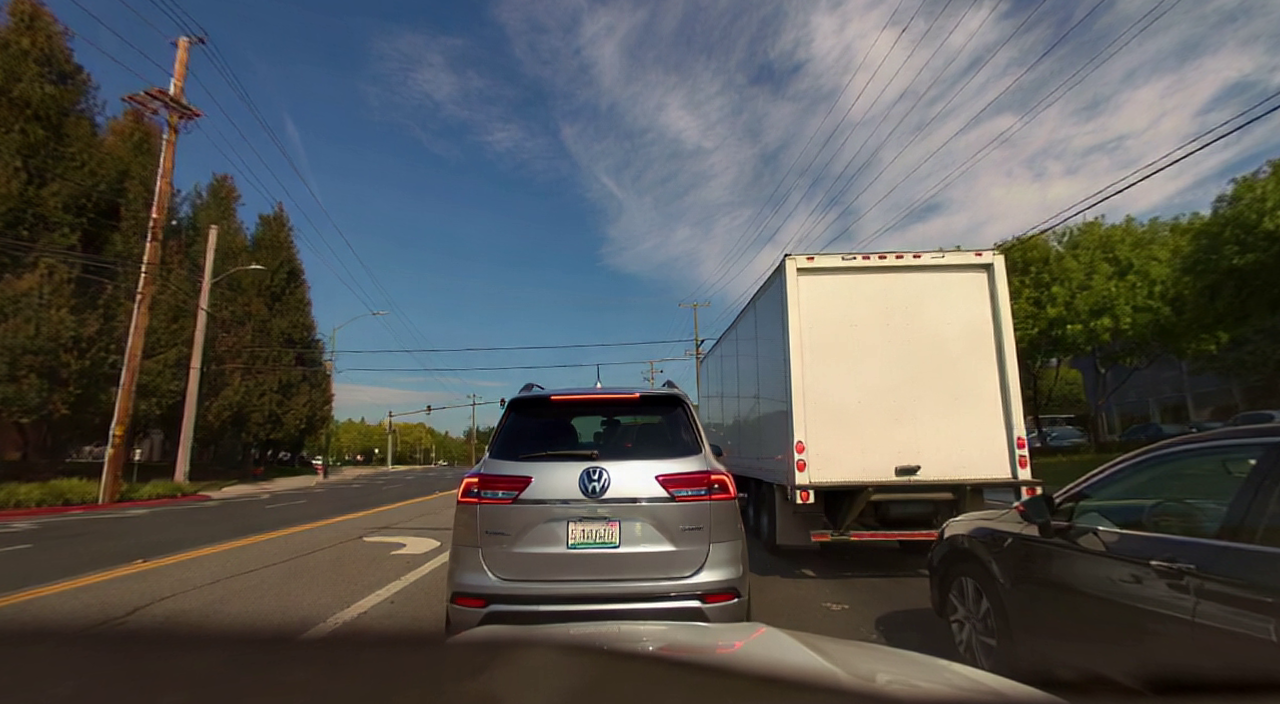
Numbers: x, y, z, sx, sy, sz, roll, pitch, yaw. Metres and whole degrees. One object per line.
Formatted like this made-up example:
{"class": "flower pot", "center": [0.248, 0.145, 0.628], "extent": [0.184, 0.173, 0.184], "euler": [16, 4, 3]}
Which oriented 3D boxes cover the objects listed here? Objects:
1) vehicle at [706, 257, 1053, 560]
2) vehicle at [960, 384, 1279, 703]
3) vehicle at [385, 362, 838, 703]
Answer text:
{"class": "vehicle", "center": [3.222, 1.249, 11.825], "extent": [2.915, 3.559, 8.848], "euler": [0, -8, -1]}
{"class": "vehicle", "center": [2.827, 0.746, 1.191], "extent": [1.971, 1.484, 4.728], "euler": [0, -8, 0]}
{"class": "vehicle", "center": [-0.129, 1.222, 5.137], "extent": [2.114, 1.732, 4.230], "euler": [0, -8, 0]}
